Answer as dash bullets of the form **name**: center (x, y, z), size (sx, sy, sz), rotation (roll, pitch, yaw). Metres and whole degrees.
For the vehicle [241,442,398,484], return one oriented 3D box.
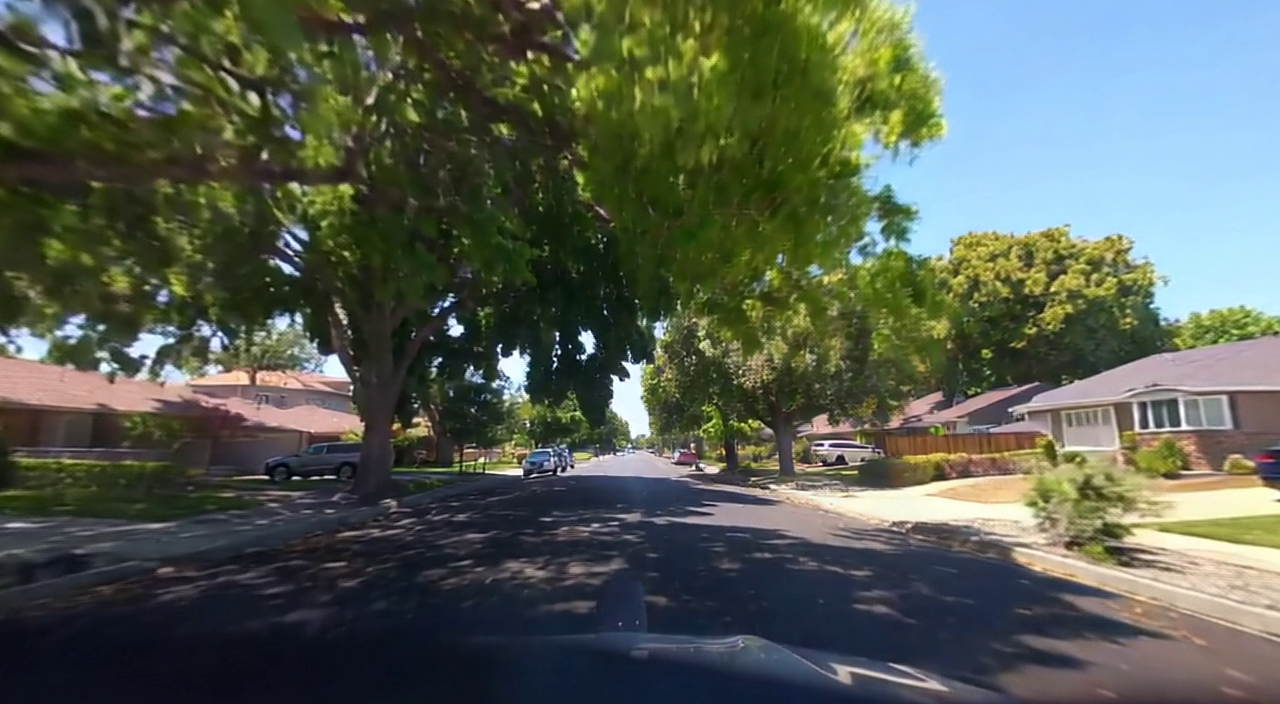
- **vehicle**: center (-12.403, 4.320, 24.612), size (4.977, 1.558, 2.079), rotation (0, -9, 0)

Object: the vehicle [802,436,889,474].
- **vehicle**: center (10.038, 5.043, 30.964), size (3.647, 1.784, 1.650), rotation (-1, -8, 1)

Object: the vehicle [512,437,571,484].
- **vehicle**: center (-5.578, 6.183, 36.435), size (2.482, 2.054, 5.323), rotation (1, -3, 1)
